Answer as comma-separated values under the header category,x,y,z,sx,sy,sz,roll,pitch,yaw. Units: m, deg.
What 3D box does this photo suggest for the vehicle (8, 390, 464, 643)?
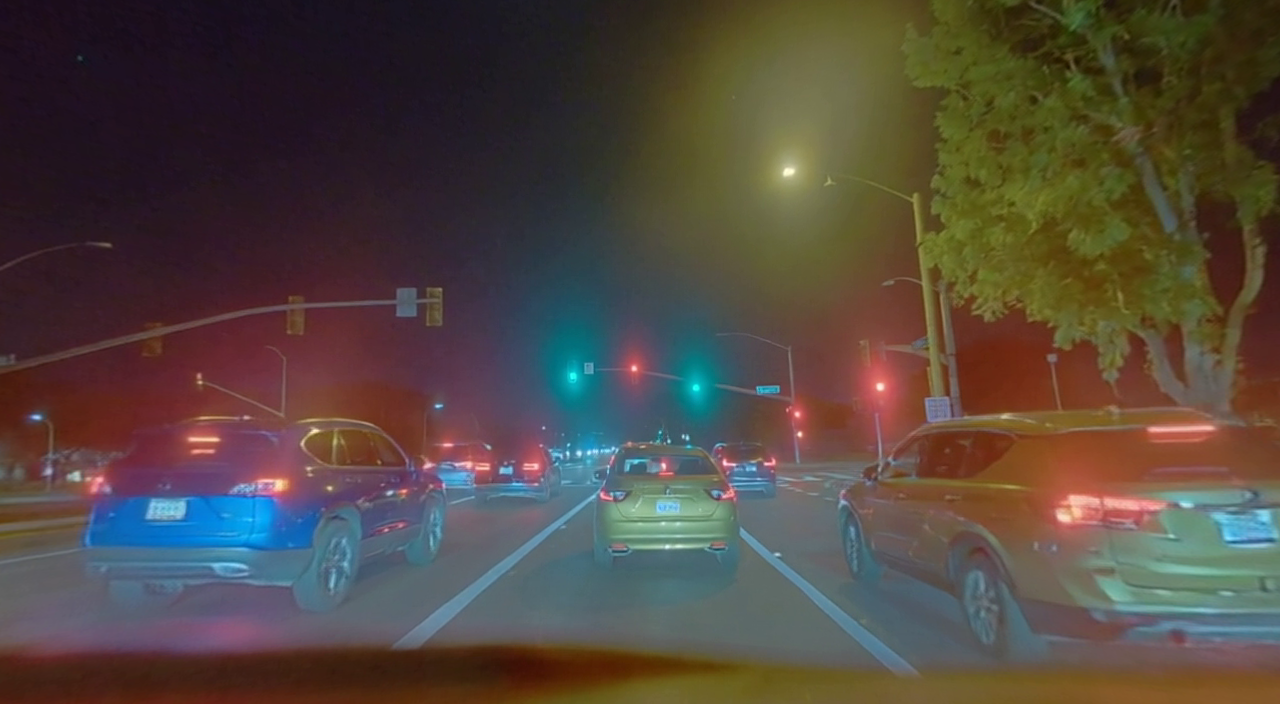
category,x,y,z,sx,sy,sz,roll,pitch,yaw
vehicle,-3.455,1.470,6.632,1.889,1.767,4.289,0,-8,1

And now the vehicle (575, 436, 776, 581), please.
category,x,y,z,sx,sy,sz,roll,pitch,yaw
vehicle,0.328,1.895,8.437,2.051,1.460,3.932,0,-8,-1

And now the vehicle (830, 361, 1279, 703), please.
category,x,y,z,sx,sy,sz,roll,pitch,yaw
vehicle,3.129,1.236,4.929,1.880,1.747,4.500,0,-8,1

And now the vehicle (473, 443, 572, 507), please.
category,x,y,z,sx,sy,sz,roll,pitch,yaw
vehicle,-3.059,3.267,17.226,1.868,1.516,4.114,0,-8,1
